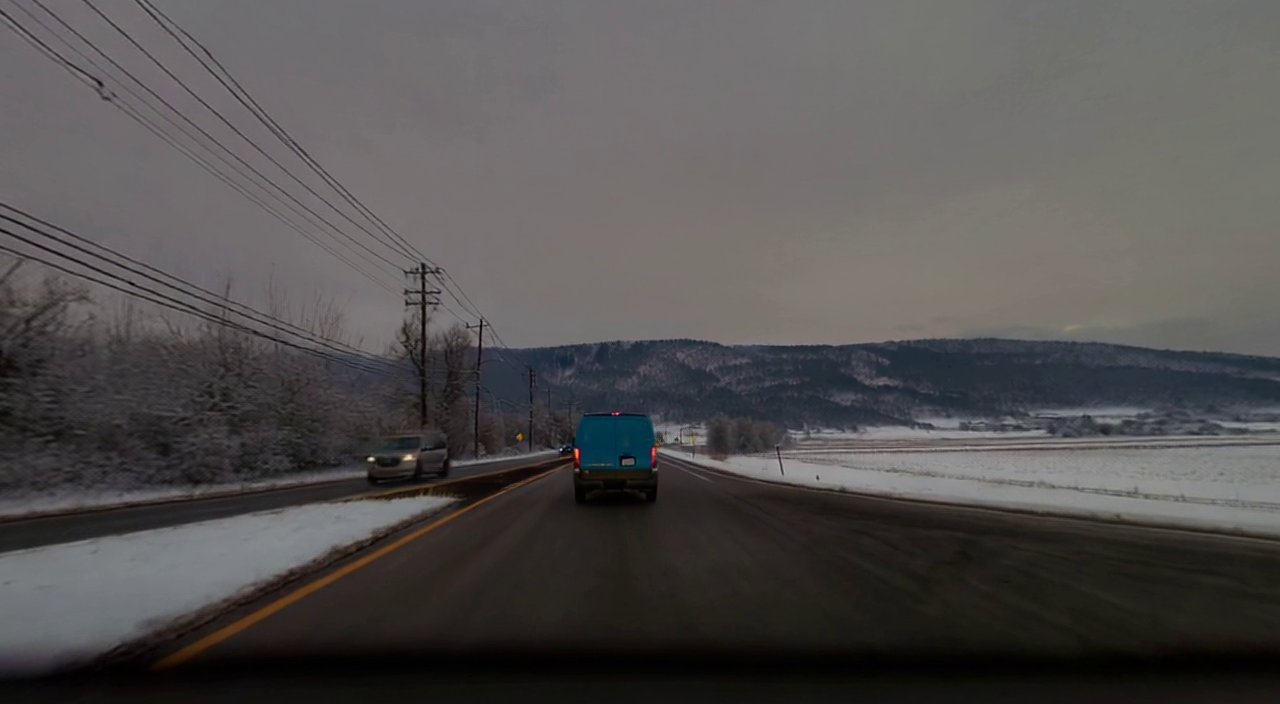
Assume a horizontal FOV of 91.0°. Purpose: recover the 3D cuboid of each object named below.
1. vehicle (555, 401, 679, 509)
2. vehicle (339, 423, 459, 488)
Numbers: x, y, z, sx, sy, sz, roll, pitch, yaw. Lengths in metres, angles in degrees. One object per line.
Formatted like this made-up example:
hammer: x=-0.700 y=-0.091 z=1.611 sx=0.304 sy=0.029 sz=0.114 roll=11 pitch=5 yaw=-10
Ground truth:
vehicle: x=-0.569 y=2.393 z=14.888 sx=2.454 sy=2.144 sz=4.535 roll=0 pitch=-8 yaw=-3
vehicle: x=-9.380 y=4.089 z=25.241 sx=2.260 sy=2.264 sz=5.982 roll=0 pitch=-8 yaw=2
